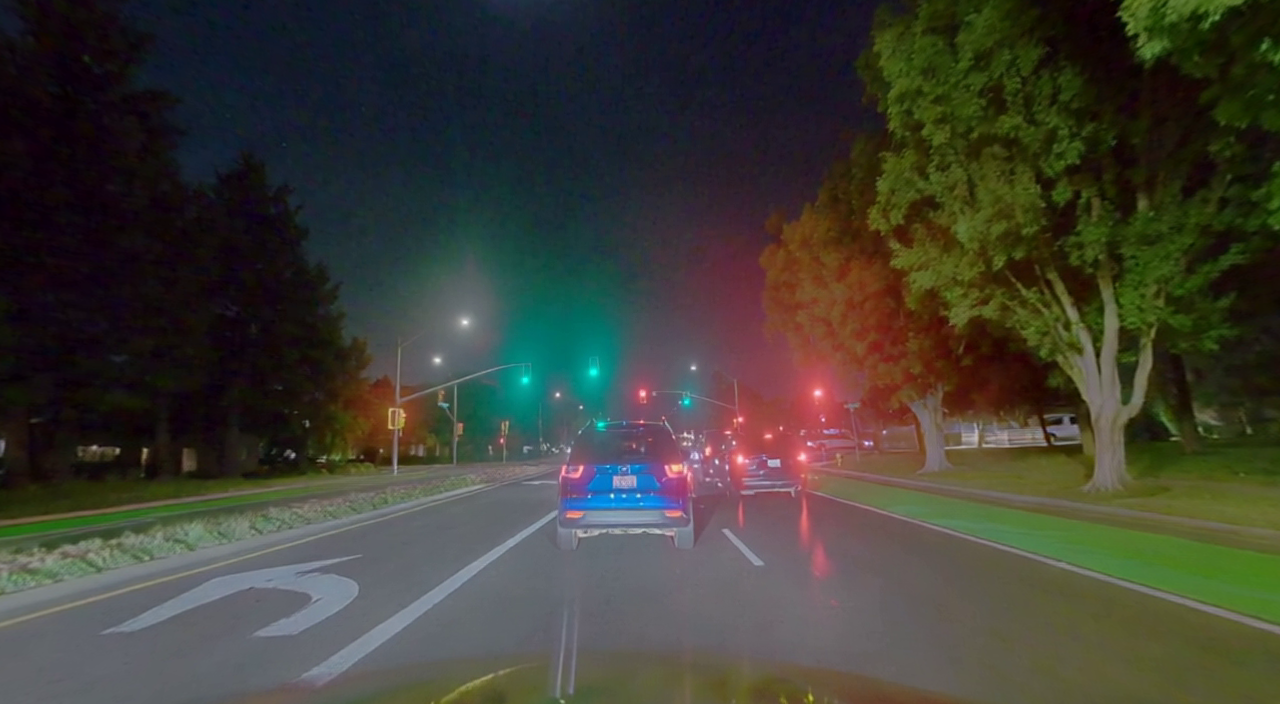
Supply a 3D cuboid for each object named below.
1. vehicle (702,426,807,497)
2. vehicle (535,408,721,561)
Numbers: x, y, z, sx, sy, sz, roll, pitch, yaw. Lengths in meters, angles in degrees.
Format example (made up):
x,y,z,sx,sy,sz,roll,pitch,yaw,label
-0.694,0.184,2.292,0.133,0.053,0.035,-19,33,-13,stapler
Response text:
x,y,z,sx,sy,sz,roll,pitch,yaw,label
3.161,3.149,18.469,2.189,1.815,4.495,0,-8,-1,vehicle
-0.126,1.806,9.231,2.109,1.730,3.963,0,-8,0,vehicle
